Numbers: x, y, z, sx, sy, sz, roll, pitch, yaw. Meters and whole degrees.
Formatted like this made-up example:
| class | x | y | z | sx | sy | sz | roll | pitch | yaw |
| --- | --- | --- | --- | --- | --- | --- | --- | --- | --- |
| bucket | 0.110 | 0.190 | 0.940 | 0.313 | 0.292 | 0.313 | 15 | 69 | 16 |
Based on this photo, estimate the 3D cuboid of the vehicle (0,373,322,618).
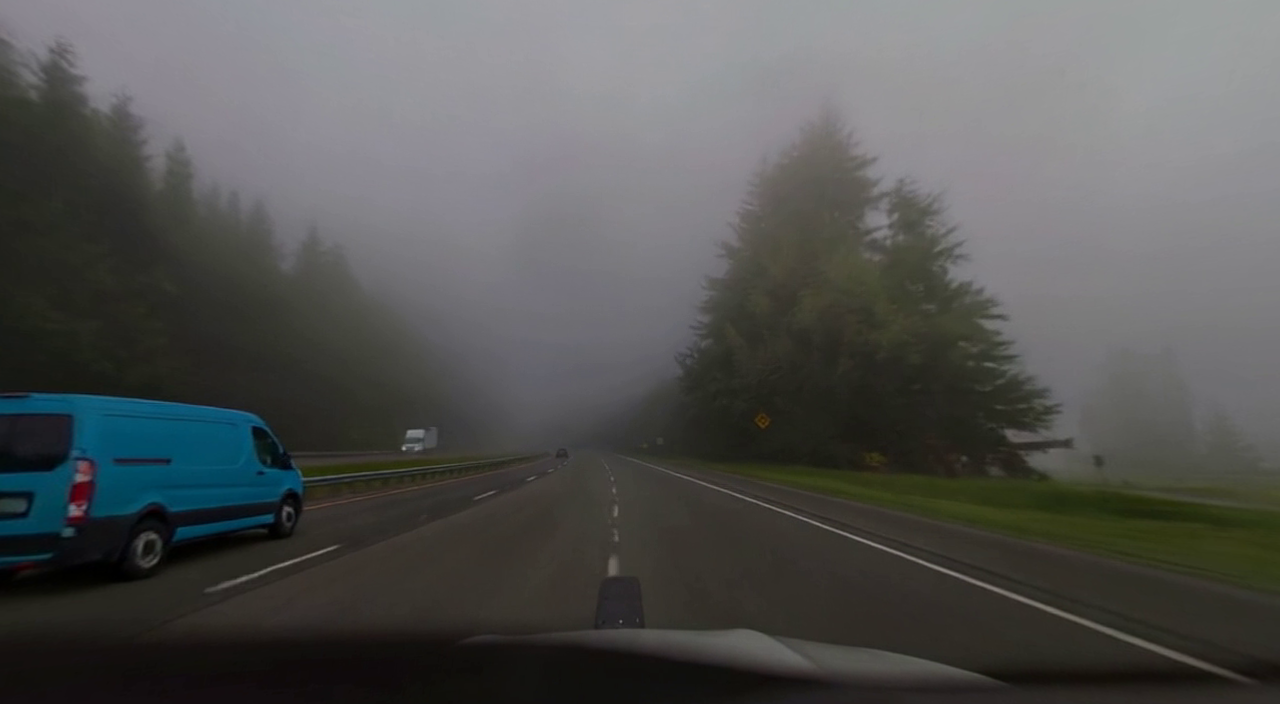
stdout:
| class | x | y | z | sx | sy | sz | roll | pitch | yaw |
| --- | --- | --- | --- | --- | --- | --- | --- | --- | --- |
| vehicle | -6.265 | 1.584 | 7.788 | 2.197 | 2.038 | 4.919 | 0 | -9 | -2 |
